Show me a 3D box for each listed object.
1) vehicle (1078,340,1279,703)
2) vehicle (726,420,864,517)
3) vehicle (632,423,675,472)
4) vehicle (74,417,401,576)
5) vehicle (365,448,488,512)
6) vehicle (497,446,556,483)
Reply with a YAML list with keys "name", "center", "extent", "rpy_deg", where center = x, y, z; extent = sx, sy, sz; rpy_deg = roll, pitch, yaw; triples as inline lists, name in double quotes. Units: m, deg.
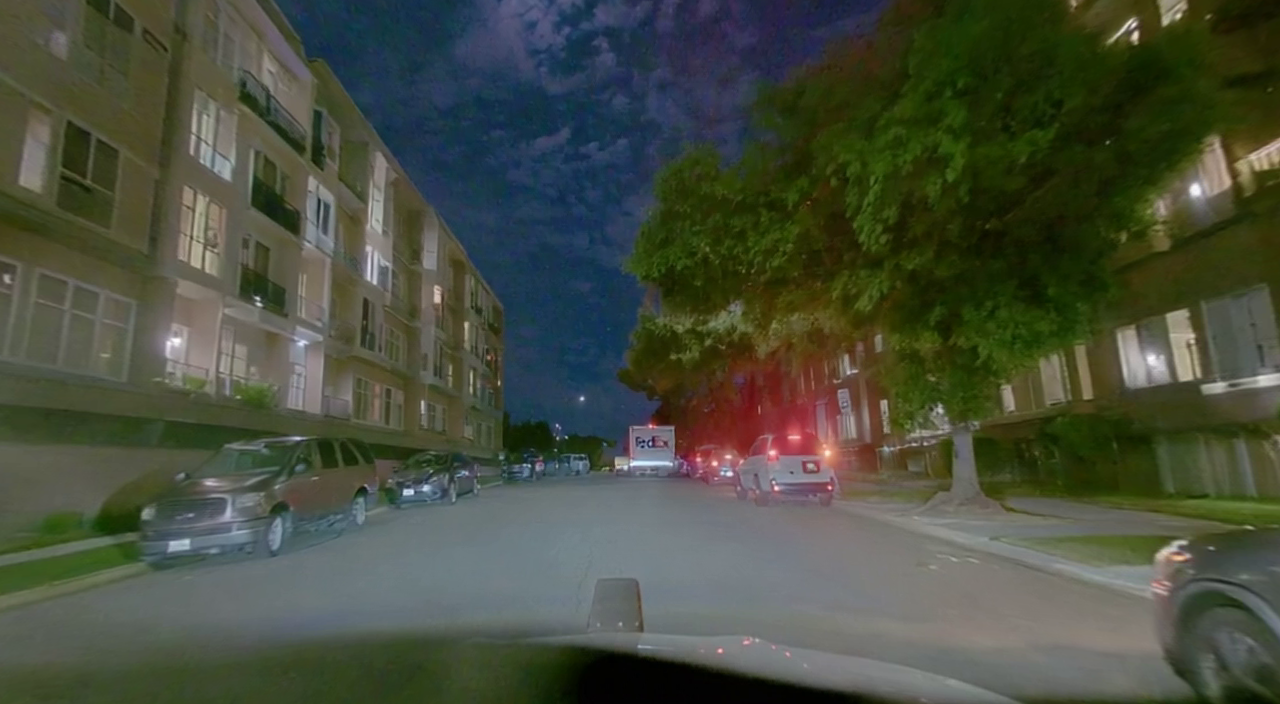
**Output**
- name: "vehicle"
  center: [3.523, 0.666, 1.318]
  extent: [2.072, 1.742, 4.210]
  rpy_deg: [0, -8, -1]
- name: "vehicle"
  center: [3.577, 2.778, 15.514]
  extent: [2.099, 2.018, 4.087]
  rpy_deg: [0, -9, -4]
- name: "vehicle"
  center: [0.847, 7.134, 47.334]
  extent: [2.930, 3.275, 8.180]
  rpy_deg: [0, -8, -1]
- name: "vehicle"
  center: [-5.730, 2.082, 9.976]
  extent: [2.098, 1.894, 4.616]
  rpy_deg: [0, -9, 0]
- name: "vehicle"
  center: [-5.794, 3.500, 17.782]
  extent: [1.888, 1.546, 4.306]
  rpy_deg: [0, -8, 1]
- name: "vehicle"
  center: [-5.757, 5.741, 32.538]
  extent: [2.089, 1.757, 4.256]
  rpy_deg: [0, -8, 2]
